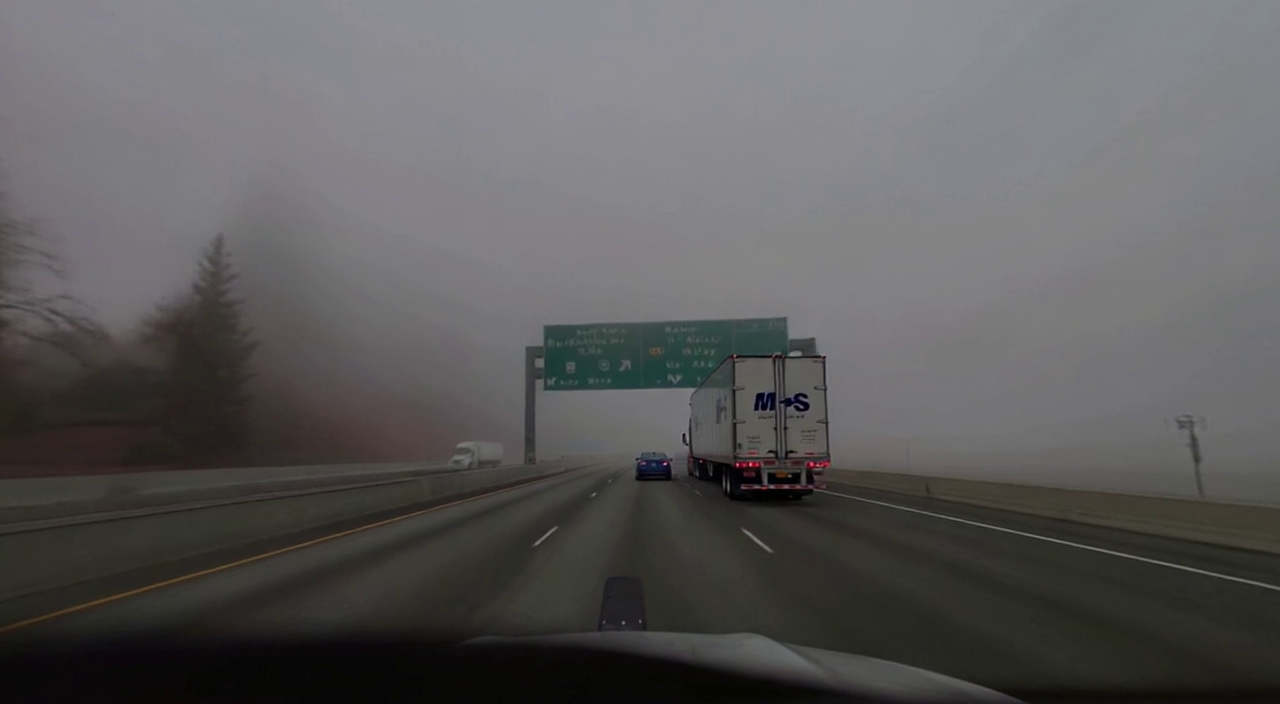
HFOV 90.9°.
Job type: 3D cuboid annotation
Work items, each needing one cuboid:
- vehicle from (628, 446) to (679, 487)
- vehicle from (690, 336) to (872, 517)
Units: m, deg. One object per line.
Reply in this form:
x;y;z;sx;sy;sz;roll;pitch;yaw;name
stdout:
0.581;5.049;28.086;2.121;1.642;3.828;0;-9;0;vehicle
3.742;2.742;21.431;3.002;4.104;14.174;0;-9;0;vehicle
